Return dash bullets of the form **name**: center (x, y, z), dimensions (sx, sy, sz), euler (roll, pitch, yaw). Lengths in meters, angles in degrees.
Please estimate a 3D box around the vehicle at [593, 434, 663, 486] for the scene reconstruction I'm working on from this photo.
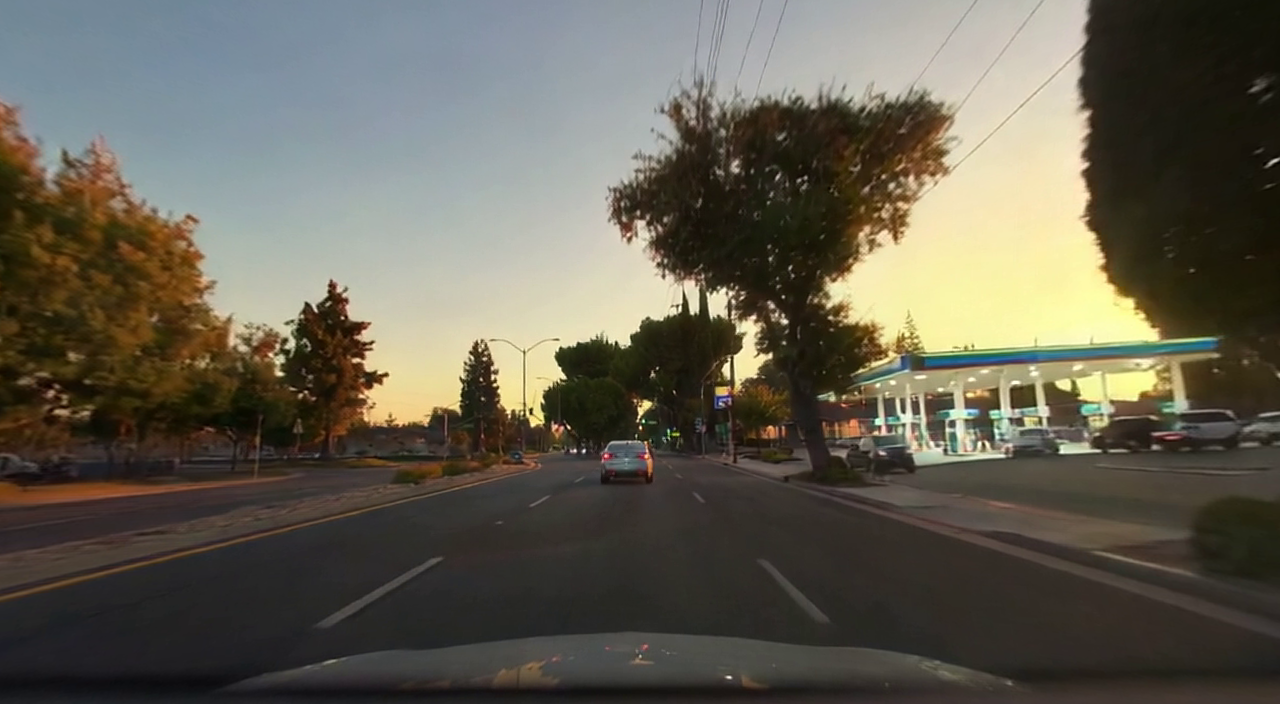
- **vehicle**: center (-0.338, 3.536, 20.891), dimensions (2.062, 1.519, 4.214), euler (0, -8, 0)

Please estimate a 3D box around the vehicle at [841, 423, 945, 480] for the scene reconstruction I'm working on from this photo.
- **vehicle**: center (9.295, 3.714, 23.633), dimensions (2.083, 1.882, 4.674), euler (0, -8, 2)
